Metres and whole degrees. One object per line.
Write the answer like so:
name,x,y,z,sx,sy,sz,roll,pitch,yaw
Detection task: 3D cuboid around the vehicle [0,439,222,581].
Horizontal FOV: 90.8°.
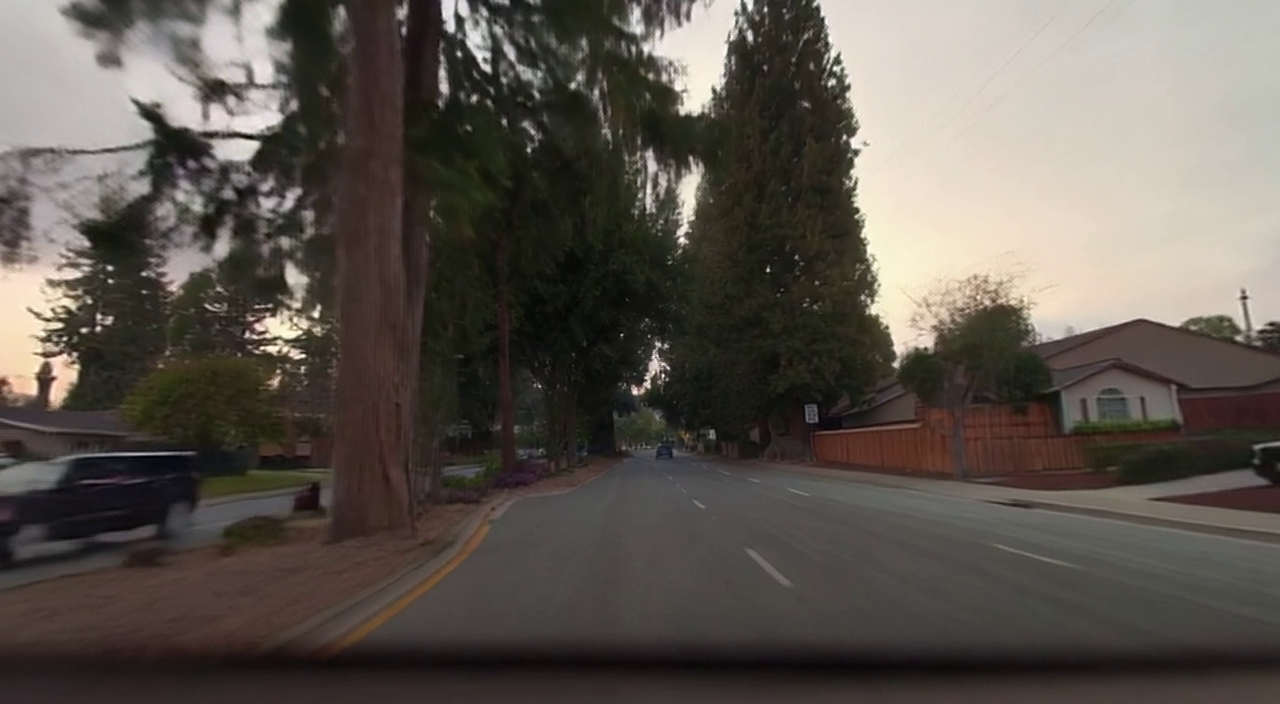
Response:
vehicle,-8.921,2.259,9.808,1.964,1.722,4.403,0,-9,-3
